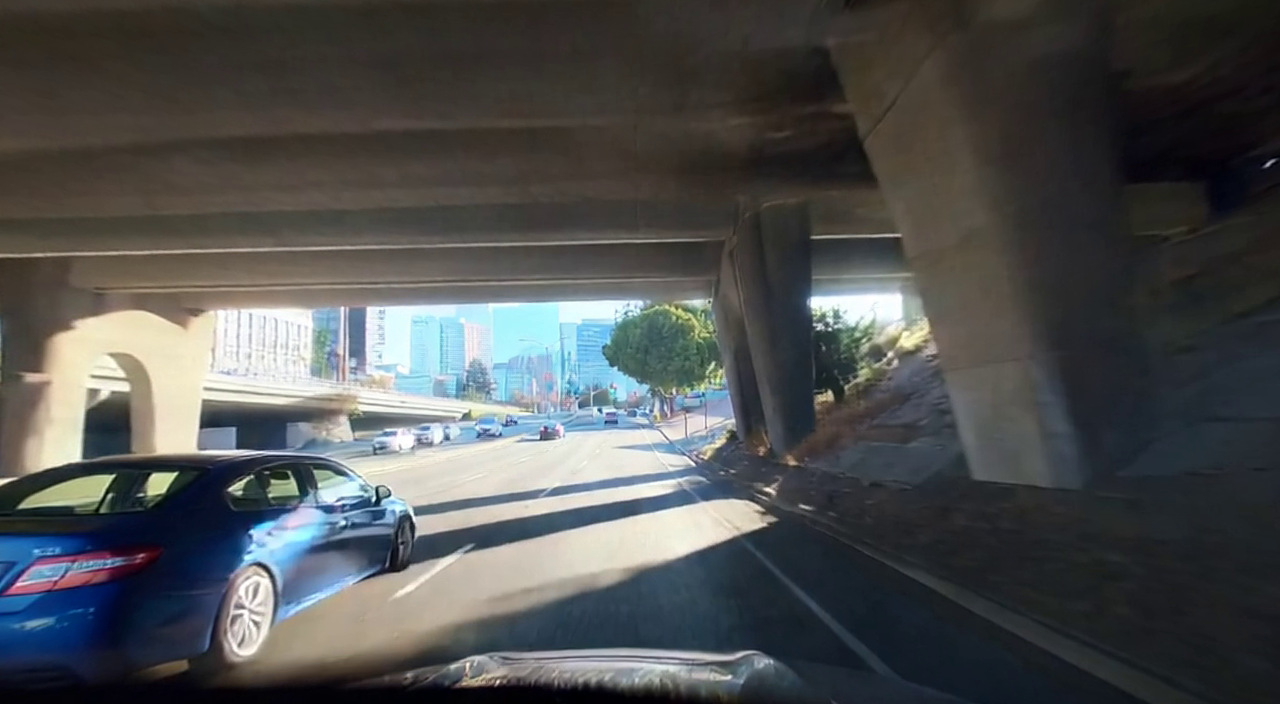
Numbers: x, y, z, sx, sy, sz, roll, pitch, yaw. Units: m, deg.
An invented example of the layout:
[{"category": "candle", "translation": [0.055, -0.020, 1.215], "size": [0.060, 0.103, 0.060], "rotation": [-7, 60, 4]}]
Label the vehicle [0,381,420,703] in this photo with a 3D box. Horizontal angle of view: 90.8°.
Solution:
[{"category": "vehicle", "translation": [-3.158, 1.108, 3.876], "size": [2.041, 1.470, 4.290], "rotation": [0, -9, 0]}]
